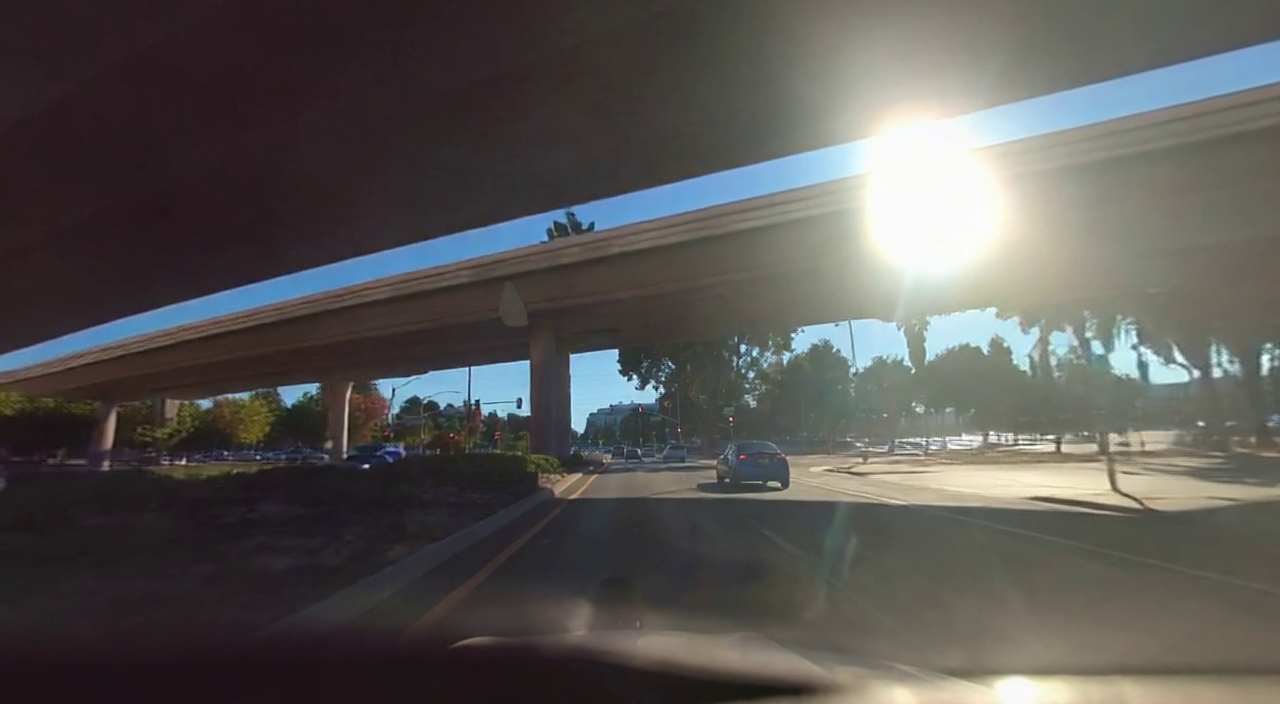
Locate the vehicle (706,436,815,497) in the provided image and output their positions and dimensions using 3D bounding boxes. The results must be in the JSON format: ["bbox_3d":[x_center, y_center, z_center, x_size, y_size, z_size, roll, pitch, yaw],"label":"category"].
[{"bbox_3d":[3.212,3.142,17.782,2.062,1.484,4.332,0,-8,-2],"label":"vehicle"}]

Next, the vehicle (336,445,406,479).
[{"bbox_3d":[-14.445,5.904,34.179,1.844,1.650,4.333,-1,-8,0],"label":"vehicle"}]
